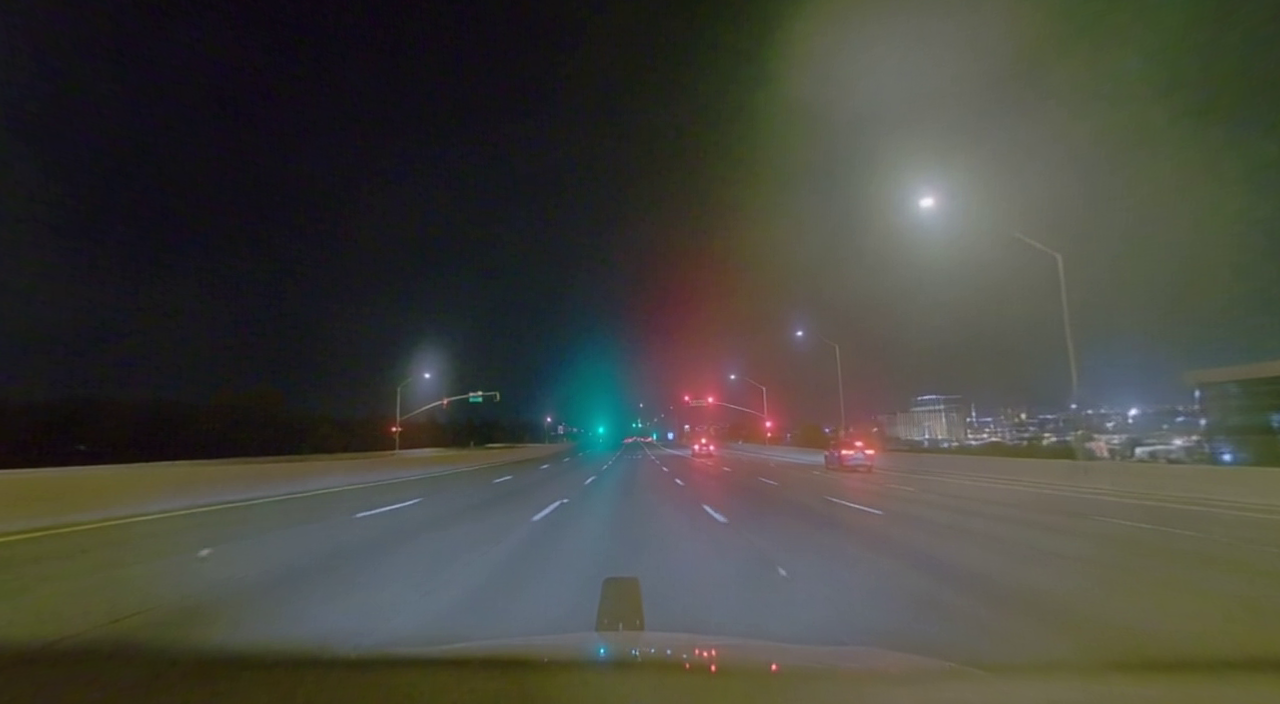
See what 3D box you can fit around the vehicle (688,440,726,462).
[{"bbox_3d":[4.833,7.217,46.150,2.187,1.475,4.529,0,-9,0],"label":"vehicle"}]
